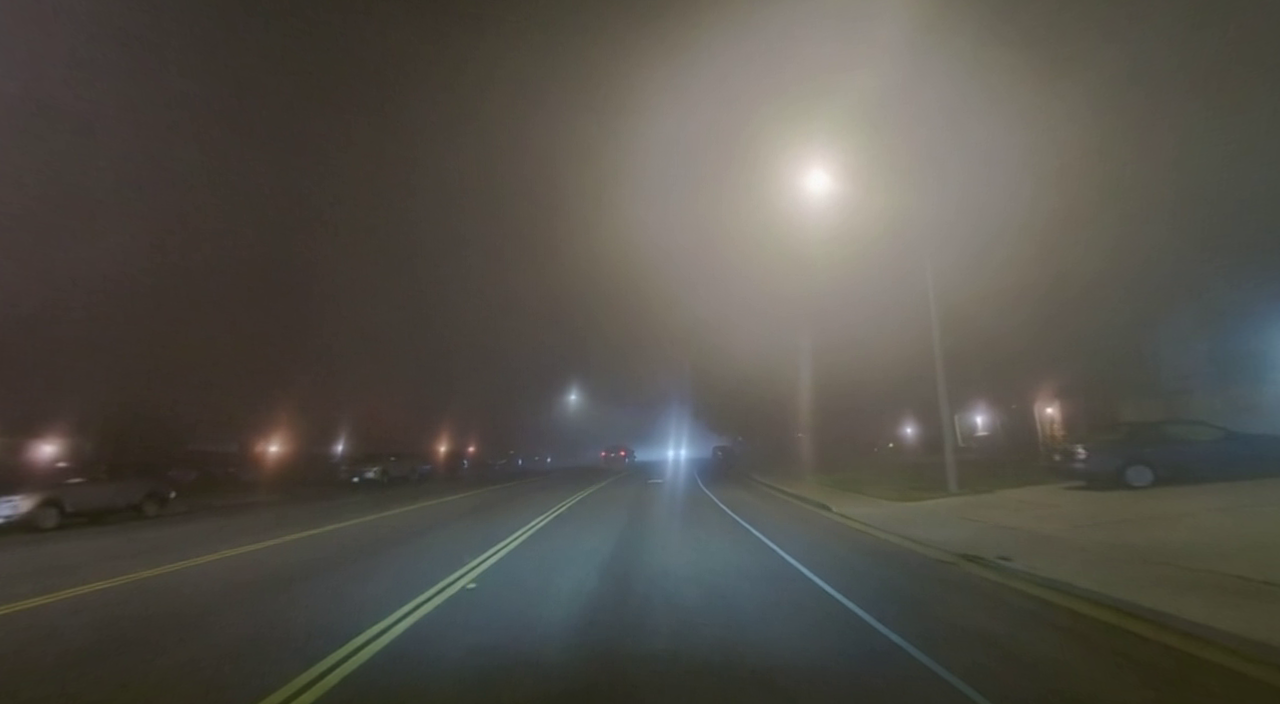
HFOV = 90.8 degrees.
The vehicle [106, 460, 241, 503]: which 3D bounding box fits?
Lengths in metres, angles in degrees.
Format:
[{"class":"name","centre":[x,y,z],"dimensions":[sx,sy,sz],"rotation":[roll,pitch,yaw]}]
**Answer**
[{"class":"vehicle","centre":[-17.988,4.978,24.638],"dimensions":[1.872,1.396,4.150],"rotation":[-1,-8,4]}]

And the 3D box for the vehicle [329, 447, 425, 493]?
[{"class":"vehicle","centre":[-13.086,5.836,31.884],"dimensions":[2.157,1.882,5.479],"rotation":[-6,-9,4]}]

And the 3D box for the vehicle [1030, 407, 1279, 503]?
[{"class":"vehicle","centre":[10.873,1.996,12.576],"dimensions":[4.757,1.536,1.938],"rotation":[-5,-9,5]}]

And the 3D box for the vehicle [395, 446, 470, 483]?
[{"class":"vehicle","centre":[-12.455,6.759,38.378],"dimensions":[2.114,1.931,5.936],"rotation":[-5,-9,5]}]

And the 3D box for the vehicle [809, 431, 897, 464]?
[{"class":"vehicle","centre":[12.414,5.616,37.084],"dimensions":[4.383,1.602,1.920],"rotation":[-4,-9,3]}]

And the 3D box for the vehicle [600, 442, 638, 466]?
[{"class":"vehicle","centre":[-1.530,7.756,48.216],"dimensions":[2.135,1.731,4.232],"rotation":[-1,-8,8]}]
